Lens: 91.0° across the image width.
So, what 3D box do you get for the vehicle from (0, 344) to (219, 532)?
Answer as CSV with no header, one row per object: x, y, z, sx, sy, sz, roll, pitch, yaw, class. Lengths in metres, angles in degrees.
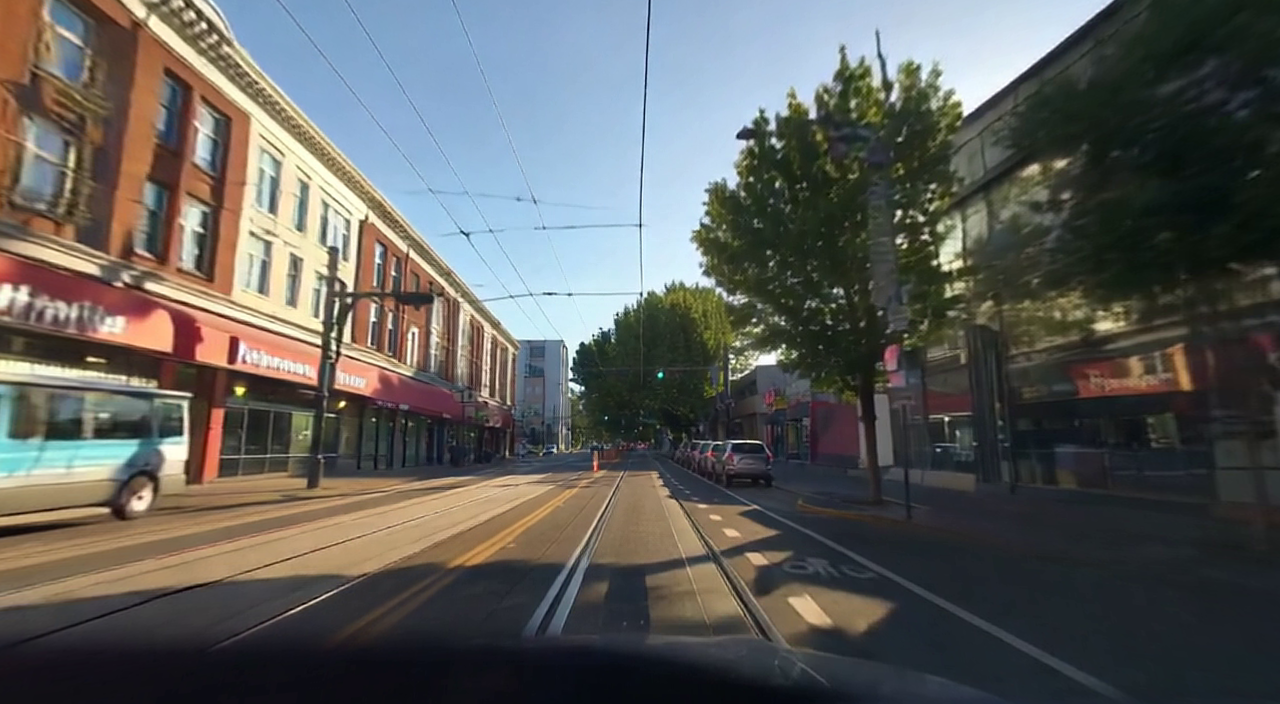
-10.663,1.369,10.077,2.378,2.765,7.920,1,-8,-1,vehicle

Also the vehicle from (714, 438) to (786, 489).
3.571,3.656,21.081,1.819,1.546,3.681,0,-8,1,vehicle
